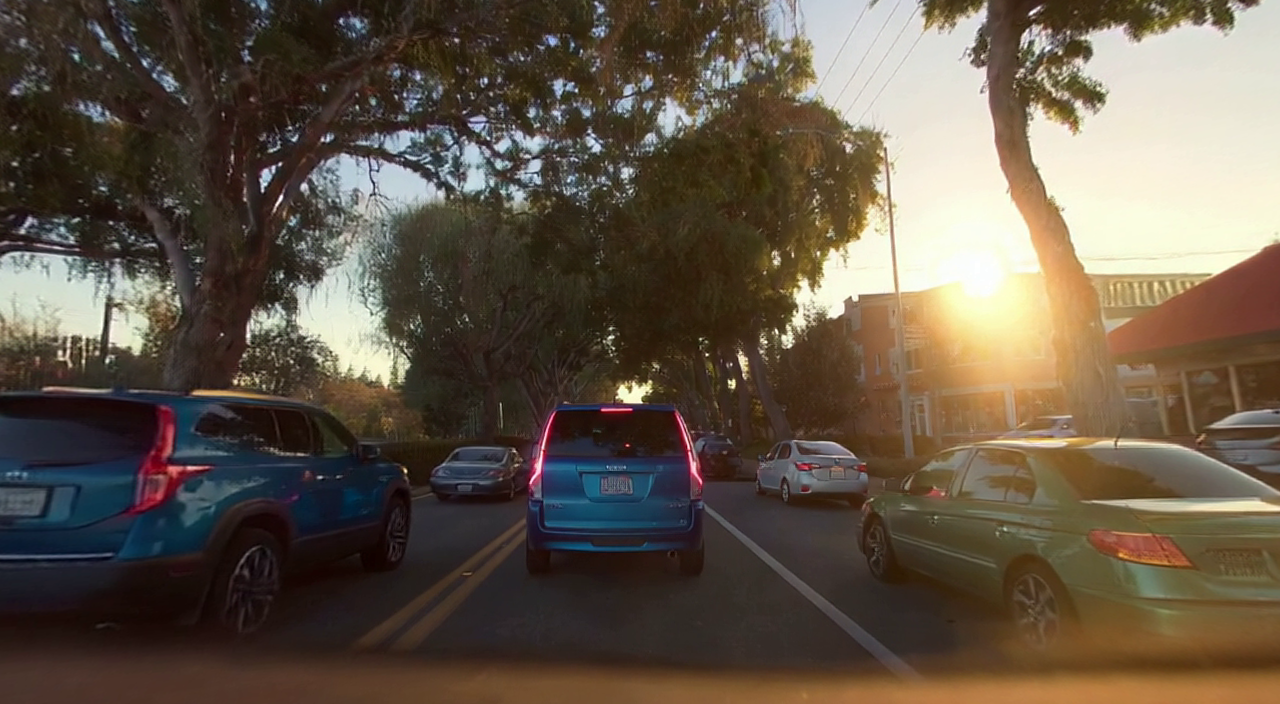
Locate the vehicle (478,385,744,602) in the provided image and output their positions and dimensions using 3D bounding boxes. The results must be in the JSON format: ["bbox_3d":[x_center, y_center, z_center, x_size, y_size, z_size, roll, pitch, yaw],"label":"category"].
[{"bbox_3d":[-0.294,1.511,7.528,2.238,1.825,4.190,0,-9,-1],"label":"vehicle"}]

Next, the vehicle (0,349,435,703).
[{"bbox_3d":[-3.655,1.233,5.508,2.231,1.853,4.461,0,-9,0],"label":"vehicle"}]

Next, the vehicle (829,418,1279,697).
[{"bbox_3d":[3.360,1.433,5.651,1.900,1.477,4.352,0,-9,-1],"label":"vehicle"}]

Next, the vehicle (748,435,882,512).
[{"bbox_3d":[3.911,2.777,14.931,1.875,1.521,4.192,0,-9,-1],"label":"vehicle"}]
